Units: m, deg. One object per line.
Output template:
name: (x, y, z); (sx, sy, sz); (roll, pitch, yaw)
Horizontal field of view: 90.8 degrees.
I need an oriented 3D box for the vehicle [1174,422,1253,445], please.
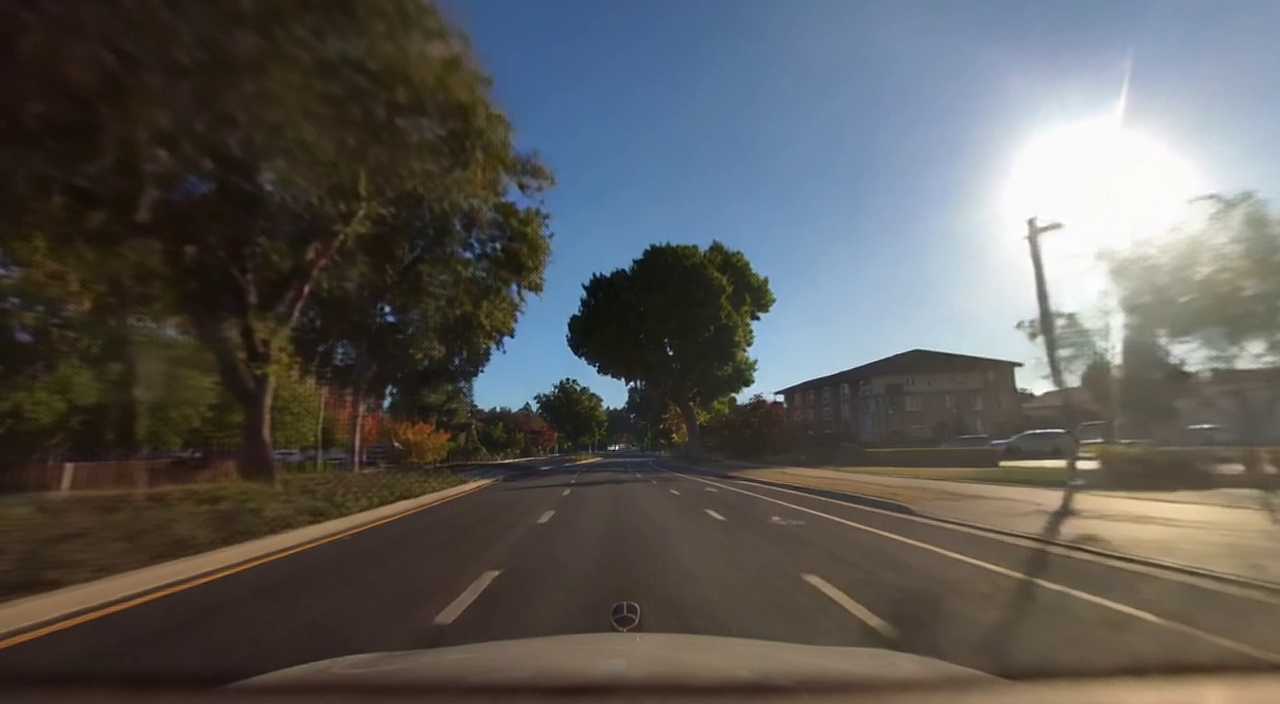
vehicle: (42.614, 6.107, 47.088); (1.788, 1.600, 4.685); (-1, -9, 6)
